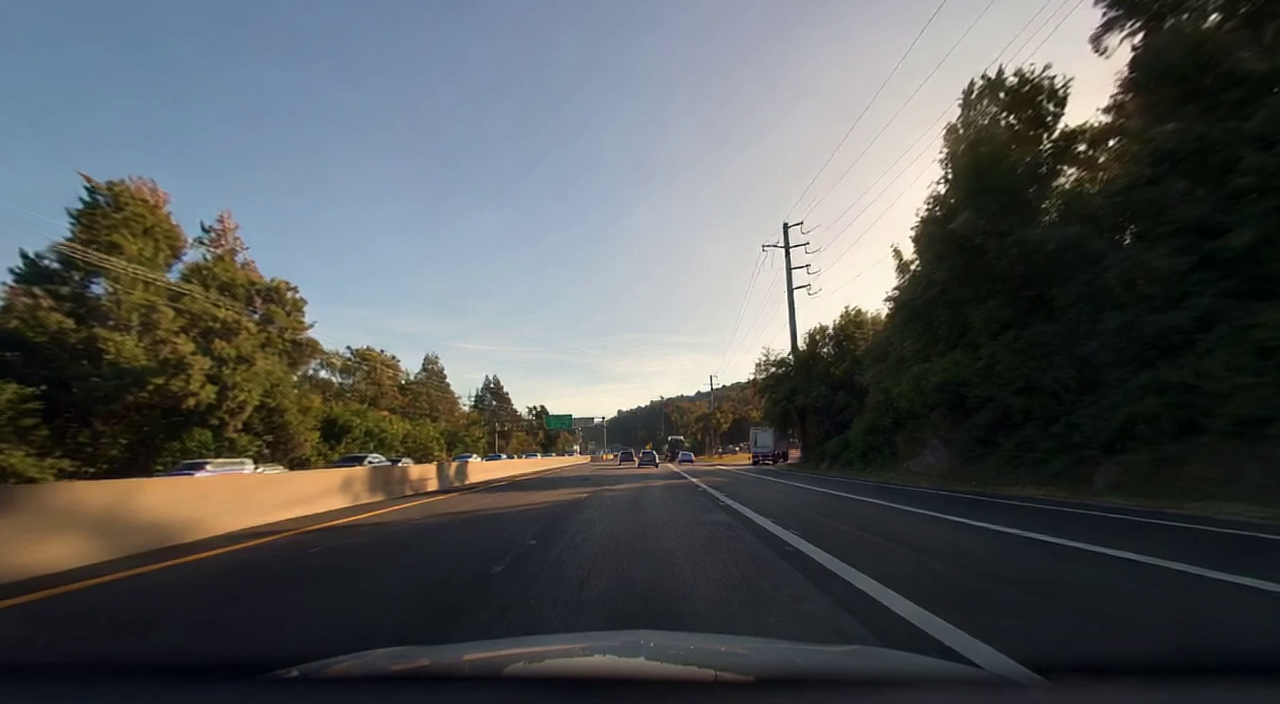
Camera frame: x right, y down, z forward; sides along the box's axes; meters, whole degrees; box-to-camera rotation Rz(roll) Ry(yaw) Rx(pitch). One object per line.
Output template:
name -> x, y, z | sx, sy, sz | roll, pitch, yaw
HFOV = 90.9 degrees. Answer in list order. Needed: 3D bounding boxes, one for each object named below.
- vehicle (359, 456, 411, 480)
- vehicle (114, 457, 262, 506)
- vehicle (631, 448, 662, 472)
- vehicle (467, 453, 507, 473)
vehicle -> -18.896, 8.597, 46.865 | 1.801, 1.638, 4.739 | 0, -9, 1
vehicle -> -15.499, 4.428, 21.983 | 1.916, 1.470, 4.366 | 0, -9, 0
vehicle -> 0.472, 7.572, 44.386 | 2.111, 1.599, 3.859 | 0, -9, 1
vehicle -> -11.498, 8.353, 47.653 | 1.903, 1.432, 4.475 | 0, -9, 1
